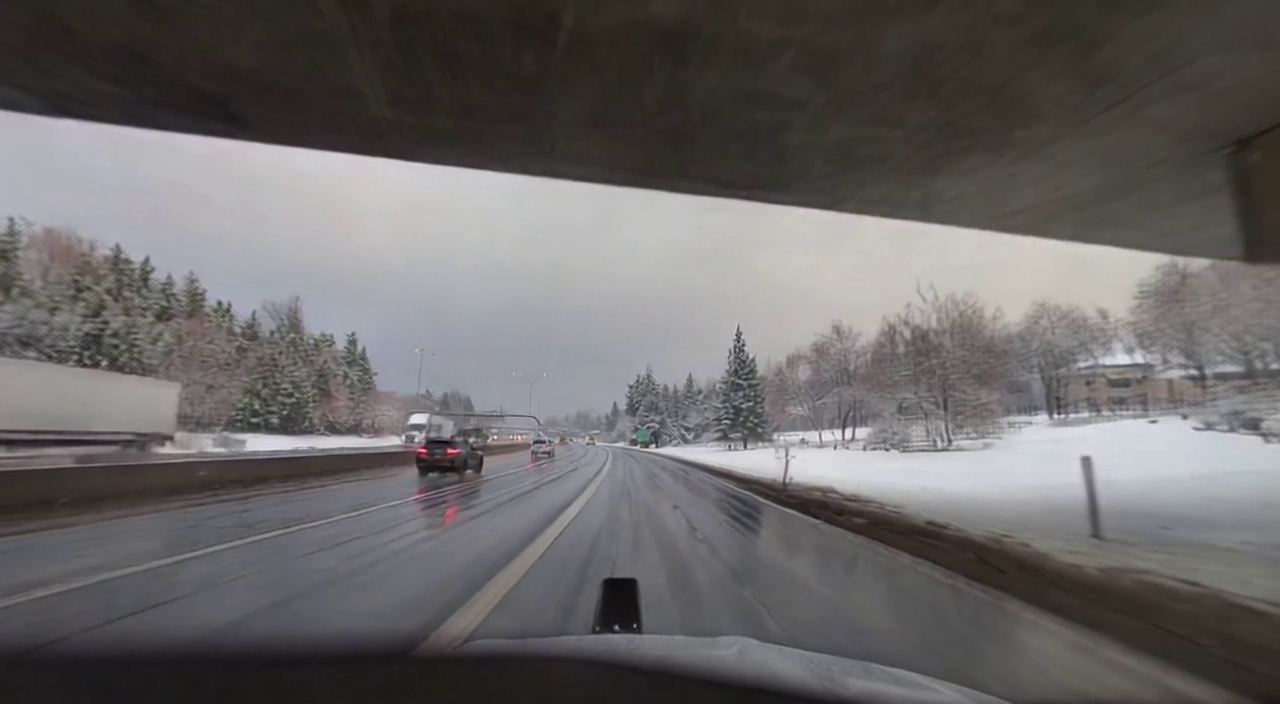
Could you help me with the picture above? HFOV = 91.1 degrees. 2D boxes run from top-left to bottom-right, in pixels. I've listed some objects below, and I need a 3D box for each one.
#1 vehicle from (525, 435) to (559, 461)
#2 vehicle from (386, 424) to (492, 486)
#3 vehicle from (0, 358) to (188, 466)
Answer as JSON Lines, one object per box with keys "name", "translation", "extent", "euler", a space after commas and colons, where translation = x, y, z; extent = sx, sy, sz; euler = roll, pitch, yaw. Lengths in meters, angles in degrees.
{"name": "vehicle", "translation": [-7.559, 7.436, 49.040], "extent": [1.956, 1.888, 4.512], "euler": [0, -8, -1]}
{"name": "vehicle", "translation": [-6.893, 3.561, 22.197], "extent": [2.188, 1.896, 4.810], "euler": [0, -8, 0]}
{"name": "vehicle", "translation": [-25.427, 2.508, 26.037], "extent": [2.953, 3.997, 14.370], "euler": [4, -8, -1]}
